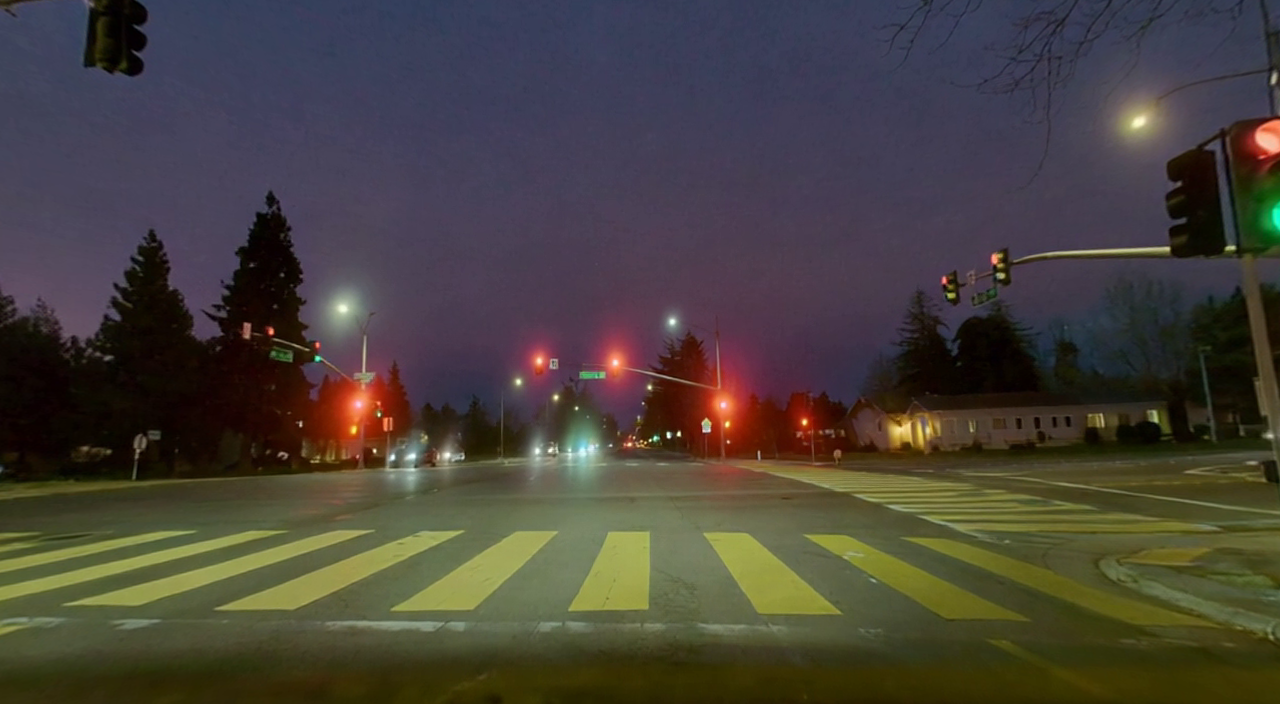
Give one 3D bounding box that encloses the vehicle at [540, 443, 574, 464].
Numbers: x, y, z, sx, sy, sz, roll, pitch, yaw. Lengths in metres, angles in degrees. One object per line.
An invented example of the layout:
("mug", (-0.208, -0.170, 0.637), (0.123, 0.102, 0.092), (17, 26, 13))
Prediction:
("vehicle", (-6.131, 7.521, 47.051), (1.936, 1.444, 4.168), (0, -8, 0))
